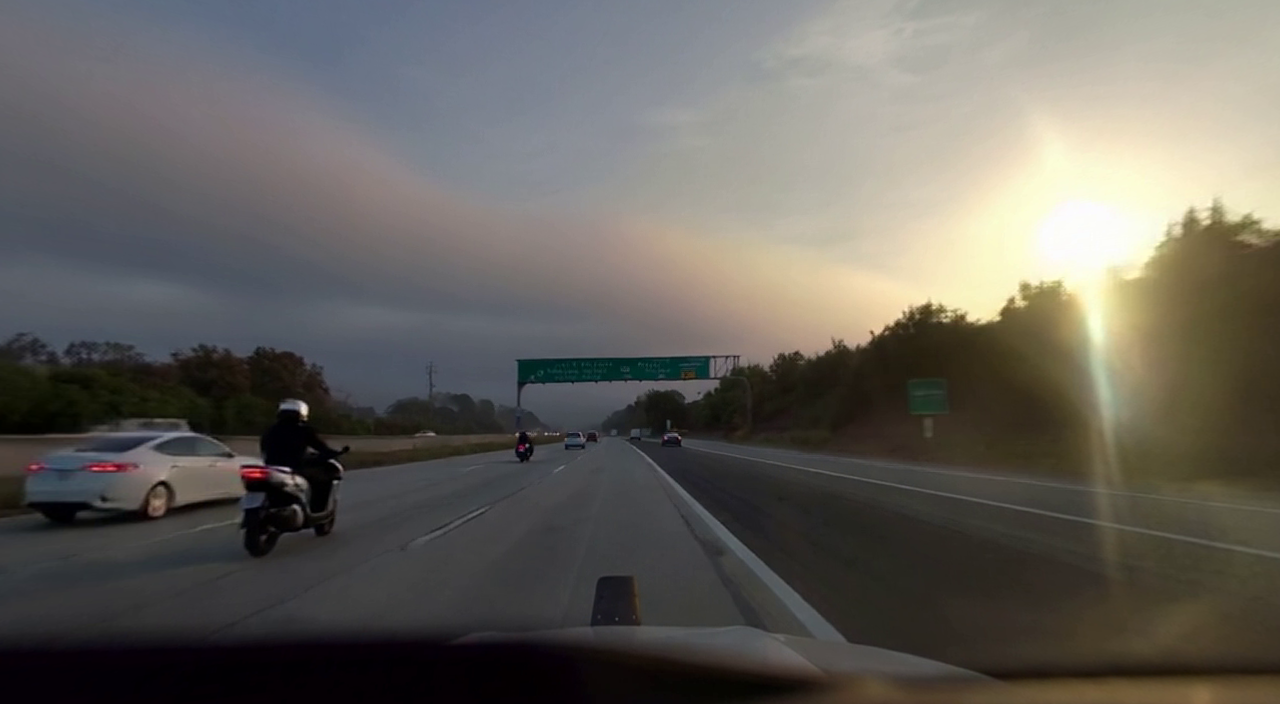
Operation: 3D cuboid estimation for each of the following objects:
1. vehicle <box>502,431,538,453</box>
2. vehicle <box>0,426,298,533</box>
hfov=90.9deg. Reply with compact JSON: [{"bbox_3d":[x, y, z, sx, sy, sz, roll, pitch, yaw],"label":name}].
[{"bbox_3d":[-9.099,6.852,47.978,1.965,1.605,4.115,0,-8,-1],"label":"vehicle"},{"bbox_3d":[-8.121,2.008,10.755,2.053,1.409,4.704,0,-8,-2],"label":"vehicle"}]
